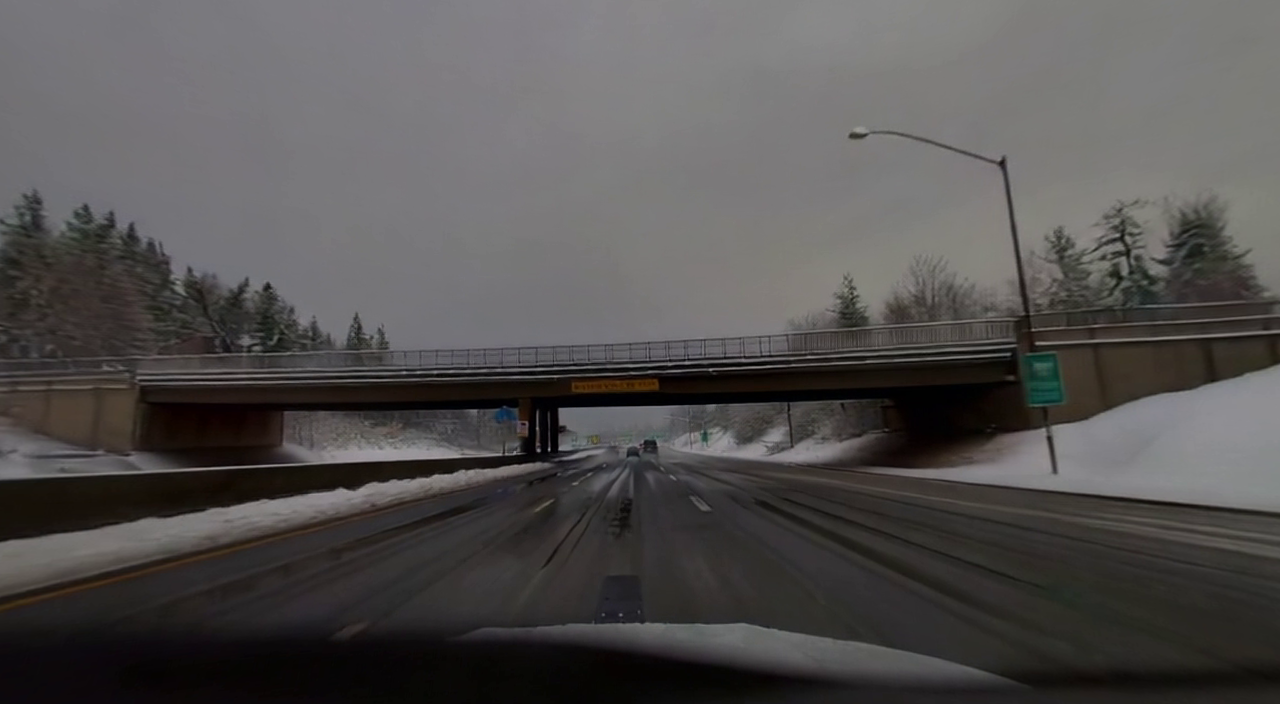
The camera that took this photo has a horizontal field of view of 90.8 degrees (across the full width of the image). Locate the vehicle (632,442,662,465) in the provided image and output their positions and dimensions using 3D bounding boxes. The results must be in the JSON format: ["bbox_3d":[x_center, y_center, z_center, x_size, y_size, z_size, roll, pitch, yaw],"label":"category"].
[{"bbox_3d":[0.490,7.665,47.820,2.108,1.658,3.787,0,-8,-1],"label":"vehicle"}]
